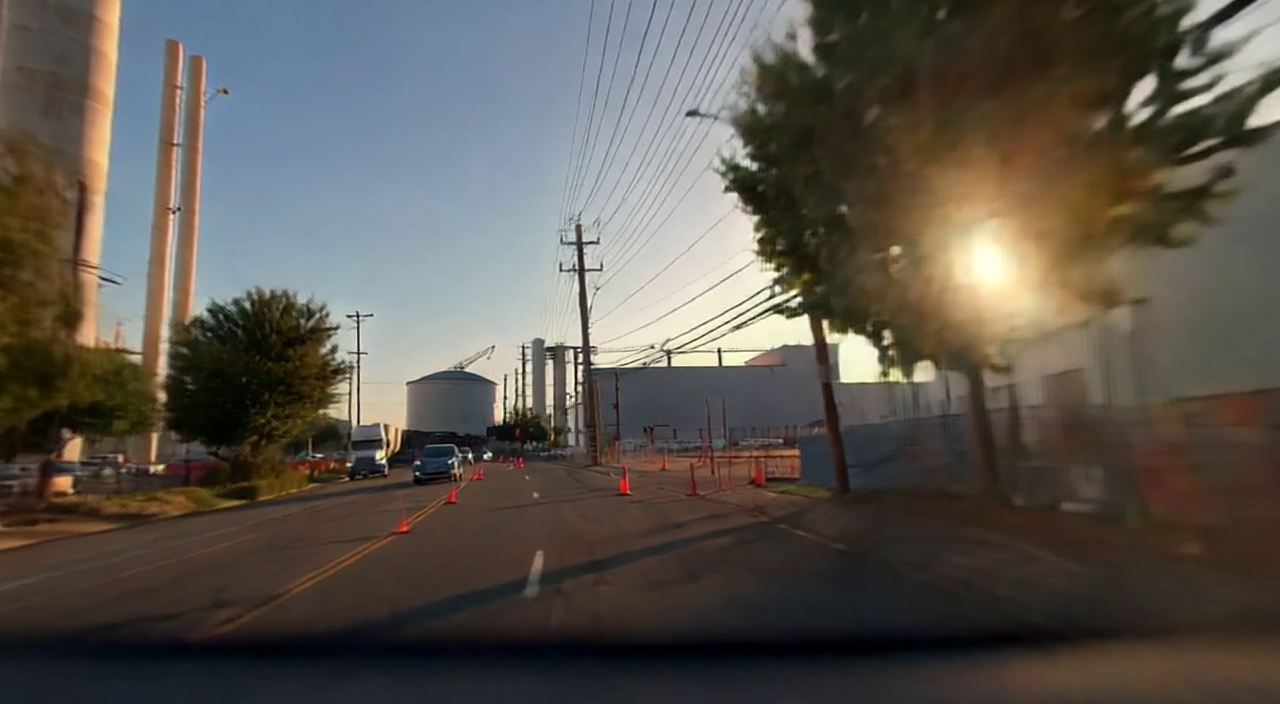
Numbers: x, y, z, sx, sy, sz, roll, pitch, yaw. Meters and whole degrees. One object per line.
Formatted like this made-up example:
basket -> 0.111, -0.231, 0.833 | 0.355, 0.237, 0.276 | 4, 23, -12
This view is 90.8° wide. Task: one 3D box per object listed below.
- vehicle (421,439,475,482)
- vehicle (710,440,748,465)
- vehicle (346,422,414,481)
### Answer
vehicle -> -8.680, 4.922, 28.932 | 2.079, 1.770, 4.684 | 2, -9, -14
vehicle -> 5.704, 6.464, 40.826 | 1.829, 1.487, 4.352 | 0, -9, 0
vehicle -> -15.449, 5.957, 38.096 | 2.905, 3.133, 7.675 | 2, -9, -17
